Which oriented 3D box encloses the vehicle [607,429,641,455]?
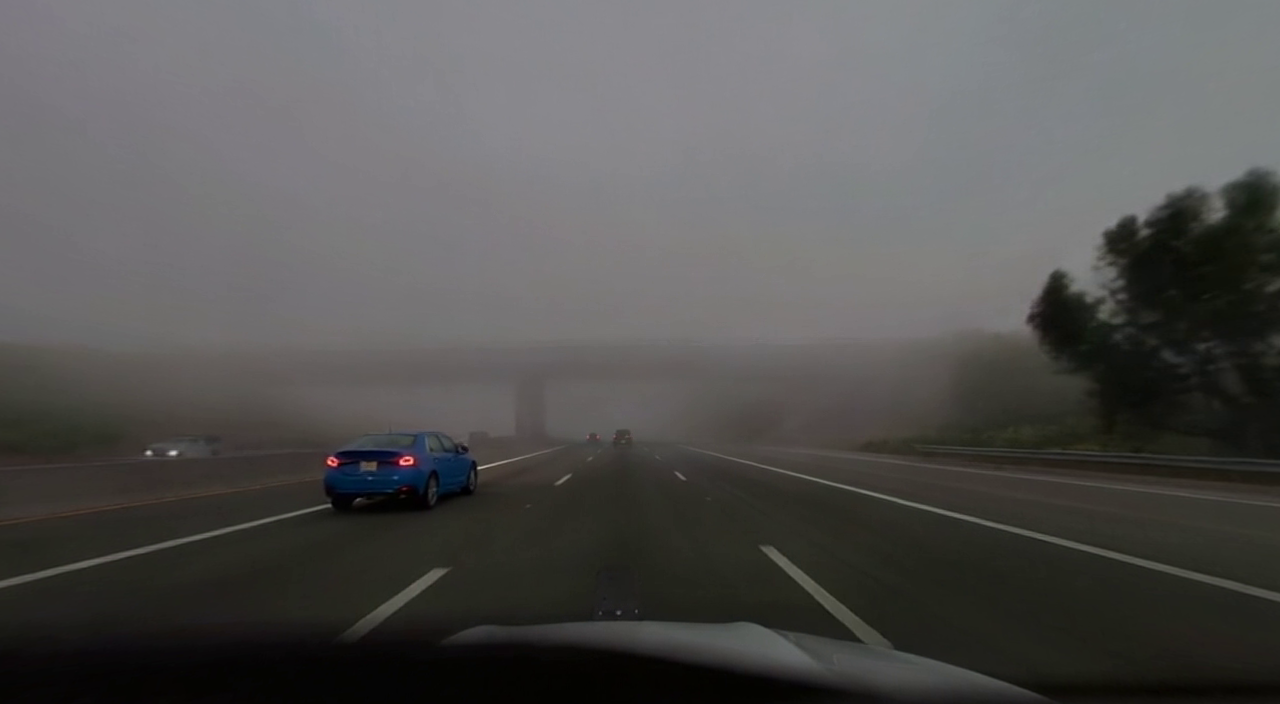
[{"bbox_3d":[-1.026,5.890,41.299,2.116,1.625,4.004,0,-8,0],"label":"vehicle"}]

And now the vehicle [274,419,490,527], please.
[{"bbox_3d":[-4.275,2.052,11.394,2.017,1.537,4.496,0,-8,0],"label":"vehicle"}]

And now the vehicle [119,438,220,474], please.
[{"bbox_3d":[-28.346,6.242,38.161,2.072,1.947,5.220,0,-8,0],"label":"vehicle"}]
